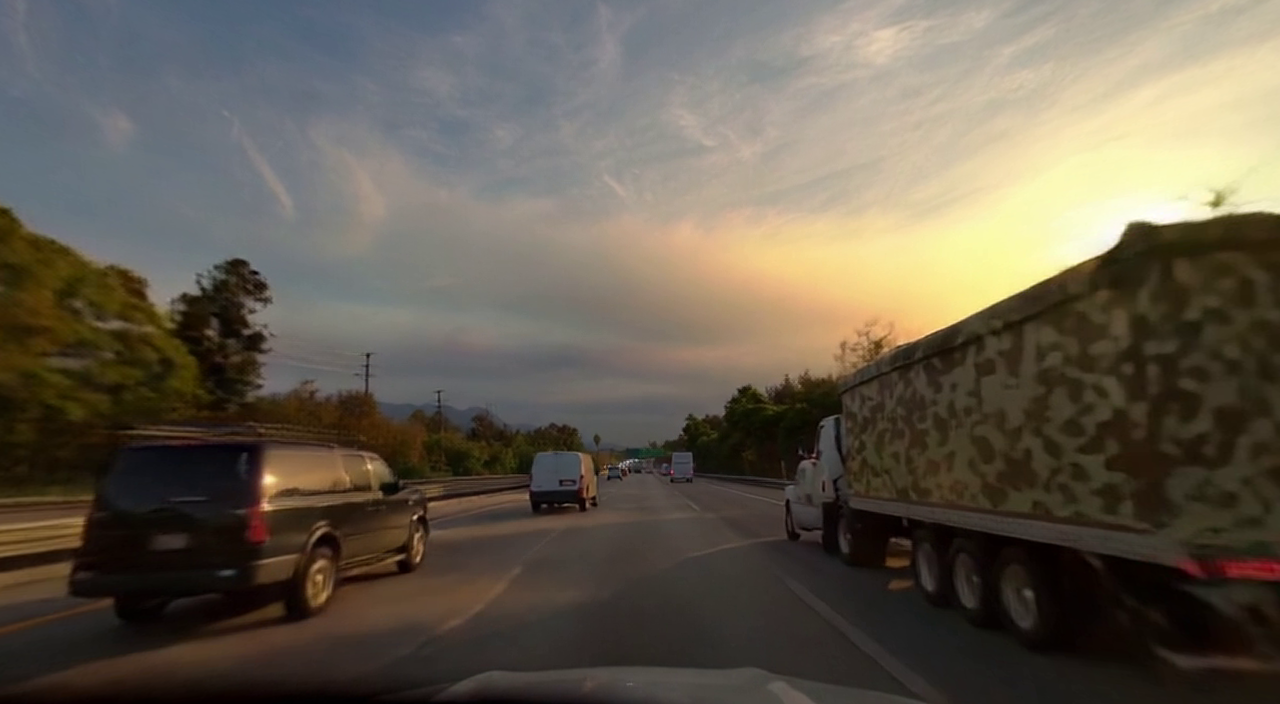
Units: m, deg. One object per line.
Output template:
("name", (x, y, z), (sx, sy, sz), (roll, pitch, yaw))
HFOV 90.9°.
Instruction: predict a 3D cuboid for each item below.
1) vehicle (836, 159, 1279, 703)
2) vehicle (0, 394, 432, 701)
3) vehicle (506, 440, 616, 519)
("vehicle", (3.936, 0.924, 5.591), (2.703, 2.988, 5.097), (1, -10, 0))
("vehicle", (-3.708, 1.465, 5.707), (2.124, 1.671, 4.262), (1, -10, 0))
("vehicle", (-2.100, 3.688, 18.471), (2.378, 1.930, 5.086), (0, -10, 2))
